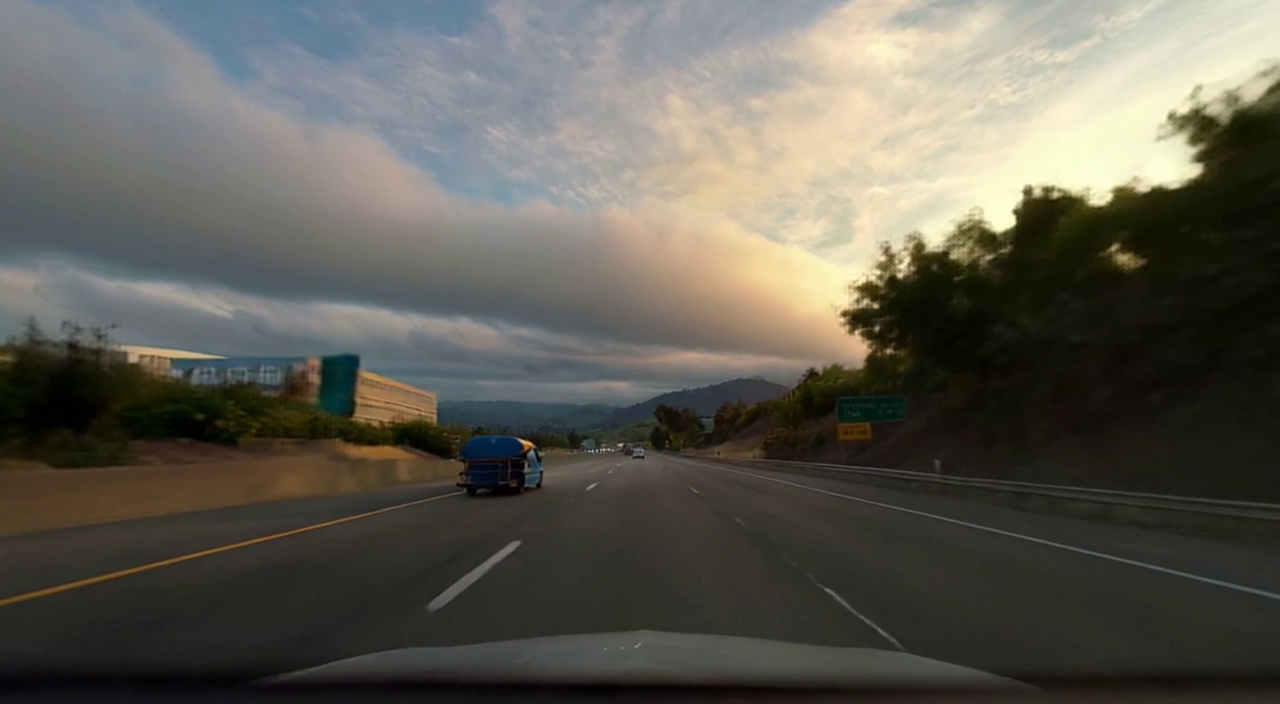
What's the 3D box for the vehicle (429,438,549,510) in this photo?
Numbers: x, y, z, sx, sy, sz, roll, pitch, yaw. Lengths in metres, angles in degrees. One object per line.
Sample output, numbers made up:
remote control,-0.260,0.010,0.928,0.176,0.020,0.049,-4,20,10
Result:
vehicle,-3.576,2.977,15.763,1.965,1.556,3.971,0,-9,1
